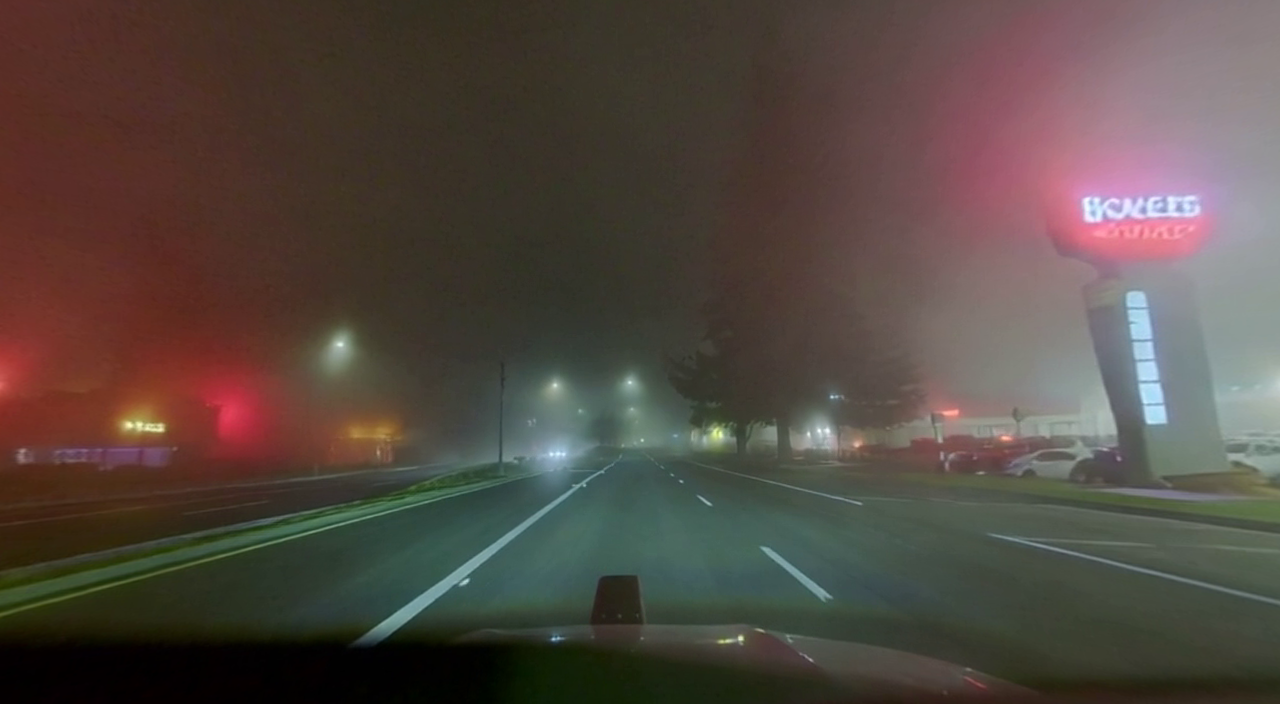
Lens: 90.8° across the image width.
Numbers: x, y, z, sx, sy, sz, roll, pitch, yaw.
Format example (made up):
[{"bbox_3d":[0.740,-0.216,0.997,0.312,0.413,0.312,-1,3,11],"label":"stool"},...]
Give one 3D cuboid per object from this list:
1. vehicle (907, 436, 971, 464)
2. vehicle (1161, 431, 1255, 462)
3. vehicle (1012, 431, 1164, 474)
[{"bbox_3d":[18.832,6.188,40.011,1.886,1.670,4.562,0,-8,1],"label":"vehicle"},{"bbox_3d":[35.208,5.860,39.321,1.962,1.791,4.054,0,-8,0],"label":"vehicle"},{"bbox_3d":[16.991,3.834,24.119,4.324,1.536,1.947,0,-9,-1],"label":"vehicle"}]
